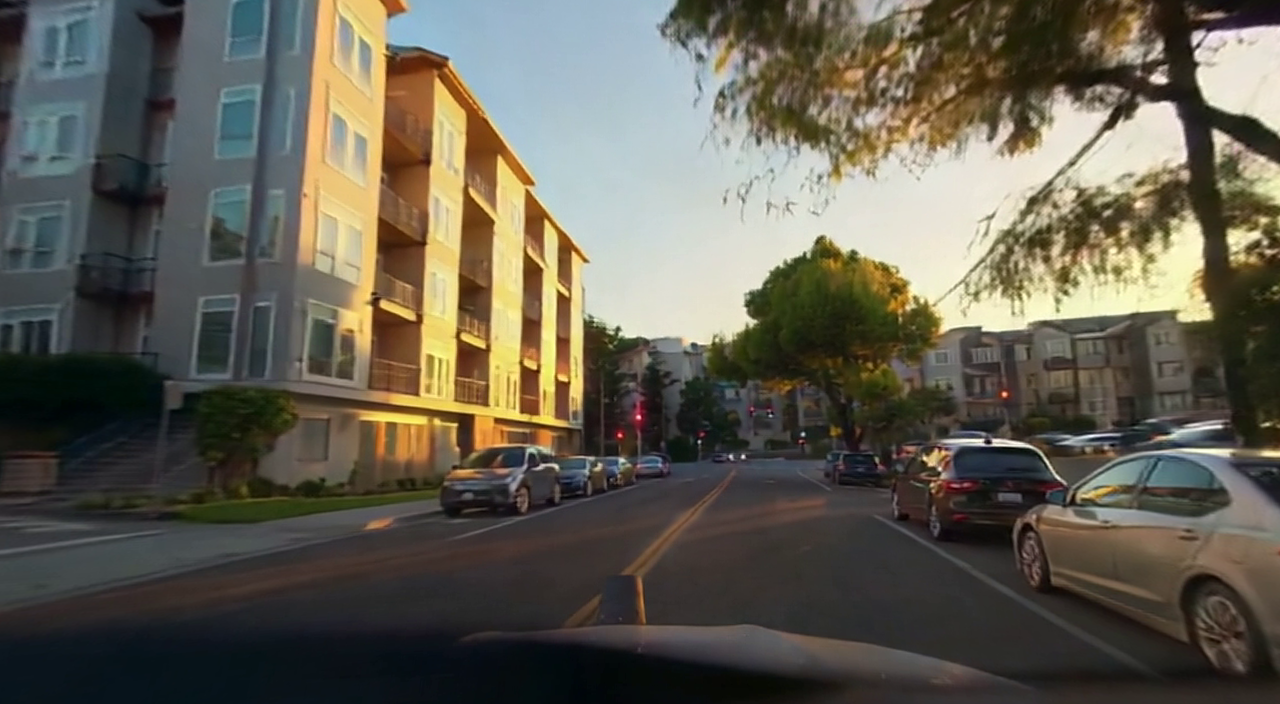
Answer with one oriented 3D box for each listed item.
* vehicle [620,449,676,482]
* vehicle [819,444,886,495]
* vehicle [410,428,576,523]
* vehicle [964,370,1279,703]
[{"bbox_3d":[0.465,5.543,31.206,1.934,1.484,4.630,-2,-9,11],"label":"vehicle"},{"bbox_3d":[8.575,4.702,25.897,2.034,1.689,4.978,-2,-6,12],"label":"vehicle"},{"bbox_3d":[-3.147,2.759,14.756,1.993,1.817,4.619,-2,-9,11],"label":"vehicle"},{"bbox_3d":[4.244,1.203,4.569,2.153,1.685,4.586,-2,-9,12],"label":"vehicle"}]
